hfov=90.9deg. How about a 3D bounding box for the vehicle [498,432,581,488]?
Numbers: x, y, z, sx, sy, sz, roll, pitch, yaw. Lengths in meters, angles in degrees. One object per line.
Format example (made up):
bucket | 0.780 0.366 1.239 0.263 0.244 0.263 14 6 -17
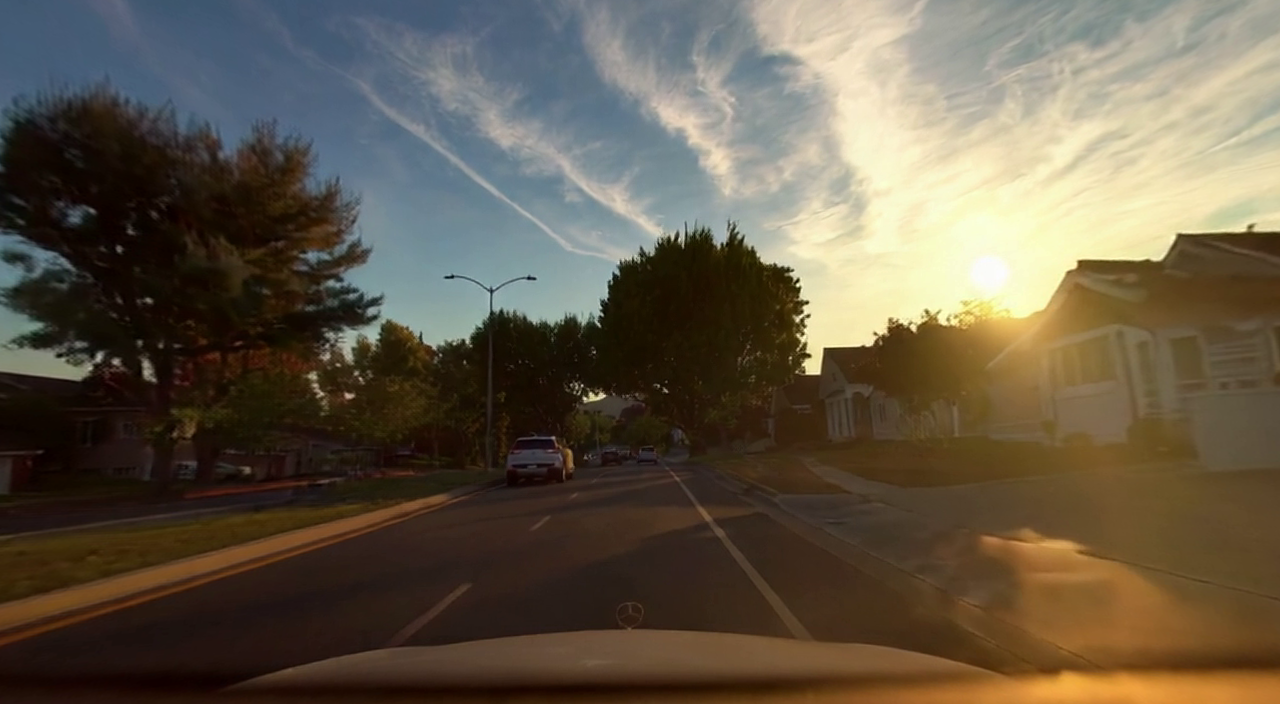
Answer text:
vehicle | -3.396 3.736 22.158 2.073 1.770 4.302 0 -8 2
